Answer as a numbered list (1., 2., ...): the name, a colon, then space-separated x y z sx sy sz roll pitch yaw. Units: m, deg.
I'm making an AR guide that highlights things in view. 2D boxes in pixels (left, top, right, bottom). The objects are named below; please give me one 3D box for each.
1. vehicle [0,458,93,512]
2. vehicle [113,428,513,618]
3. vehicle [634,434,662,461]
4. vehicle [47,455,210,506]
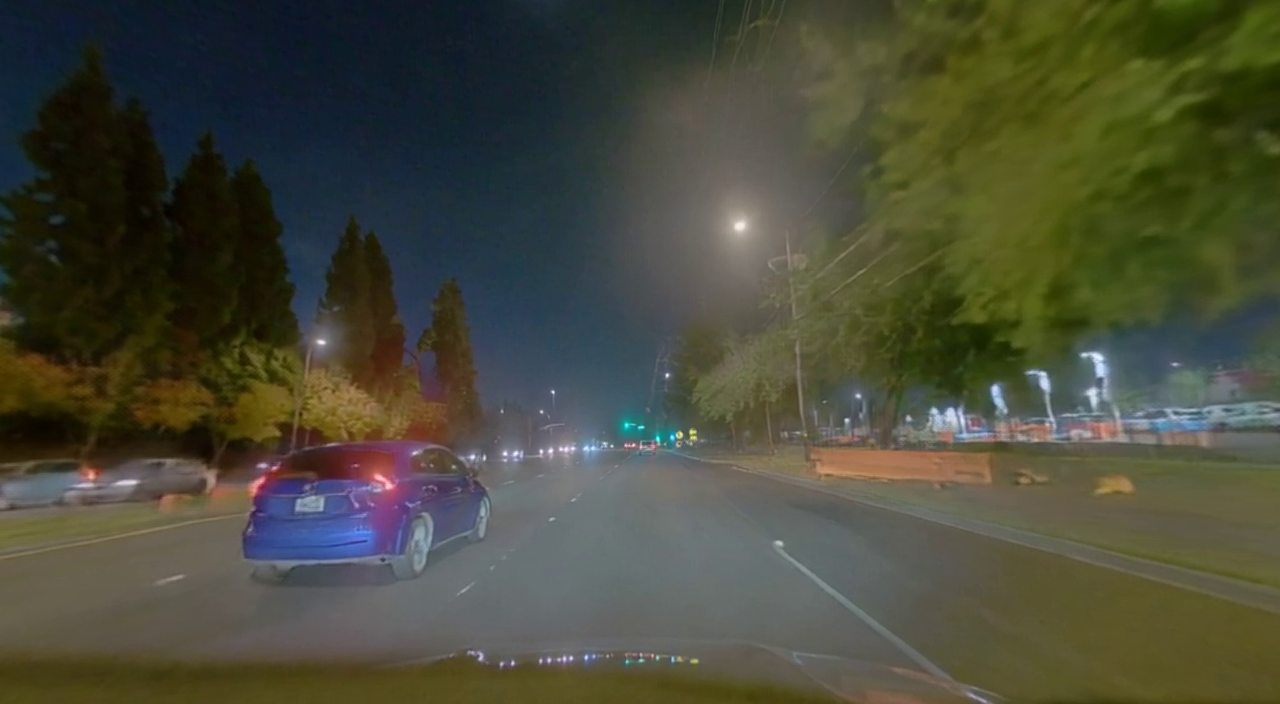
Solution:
1. vehicle: -21.765 4.538 21.601 1.919 1.672 4.607 0 -8 0
2. vehicle: -3.098 1.721 7.484 2.087 1.480 4.825 0 -8 1
3. vehicle: 0.570 7.149 47.218 2.060 1.845 4.151 0 -8 0
4. vehicle: -17.183 4.291 21.529 1.852 1.491 4.306 0 -8 2
